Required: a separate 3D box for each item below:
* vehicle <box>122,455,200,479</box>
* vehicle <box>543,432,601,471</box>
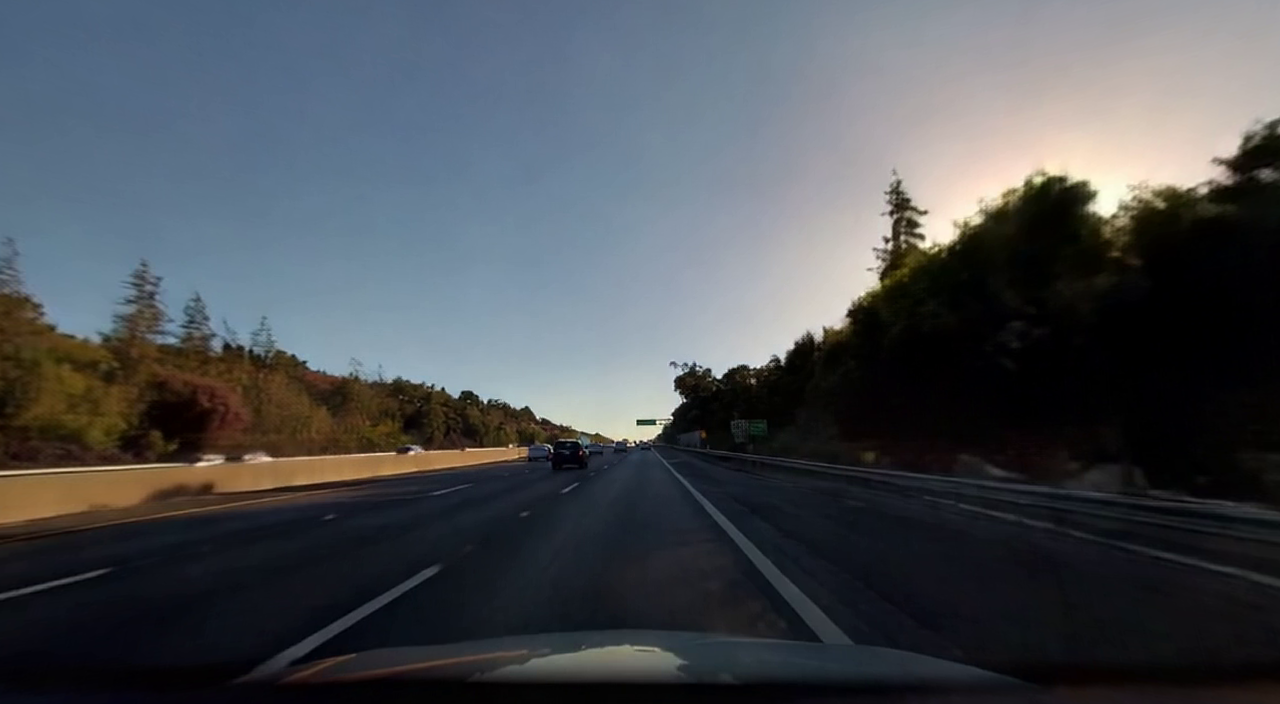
[{"bbox_3d":[-32.531,7.819,43.032,1.785,1.459,4.414,0,-9,1],"label":"vehicle"},{"bbox_3d":[-3.296,4.959,31.597,2.283,1.802,4.810,0,-9,1],"label":"vehicle"}]
